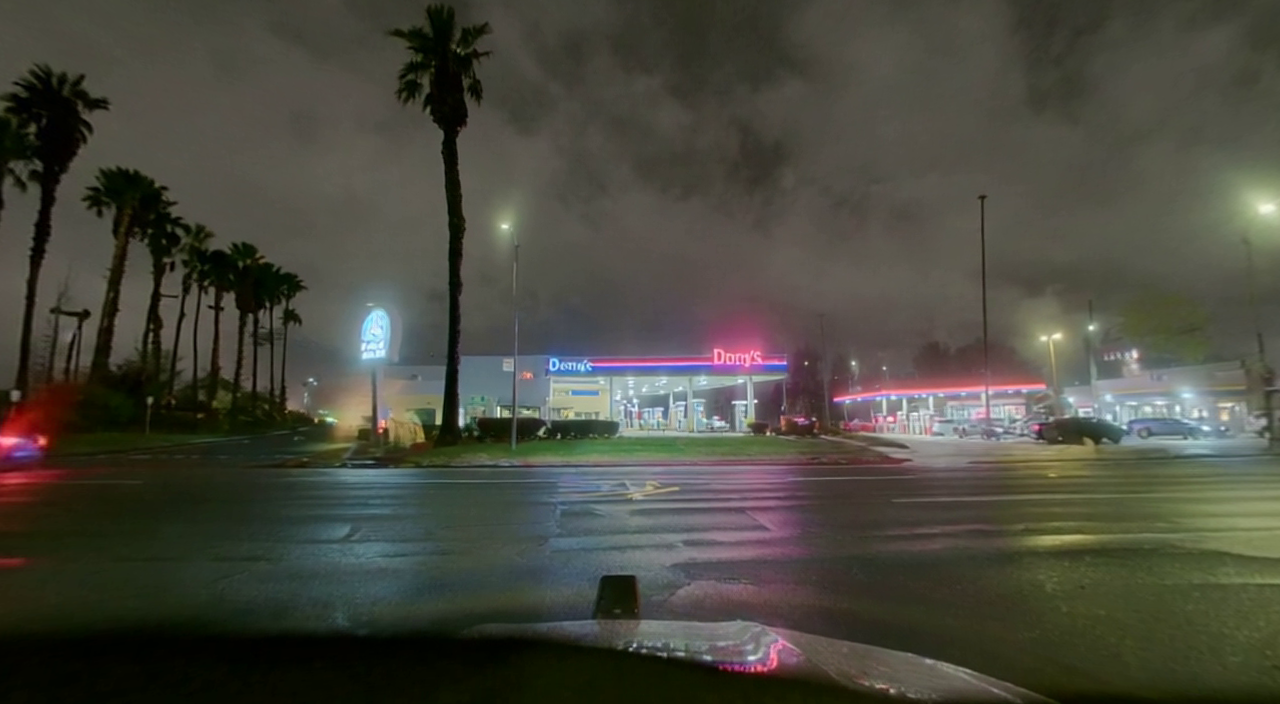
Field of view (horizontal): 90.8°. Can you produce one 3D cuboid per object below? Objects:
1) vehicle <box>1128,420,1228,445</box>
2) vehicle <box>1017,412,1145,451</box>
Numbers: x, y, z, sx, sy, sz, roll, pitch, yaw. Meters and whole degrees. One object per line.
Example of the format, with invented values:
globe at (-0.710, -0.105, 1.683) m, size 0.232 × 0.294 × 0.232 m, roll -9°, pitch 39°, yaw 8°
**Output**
vehicle at (33.936, 5.150, 40.034) m, size 1.805 × 1.466 × 4.641 m, roll 1°, pitch -8°, yaw -8°
vehicle at (21.916, 3.918, 31.511) m, size 4.880 × 1.754 × 2.202 m, roll 0°, pitch -5°, yaw -7°
